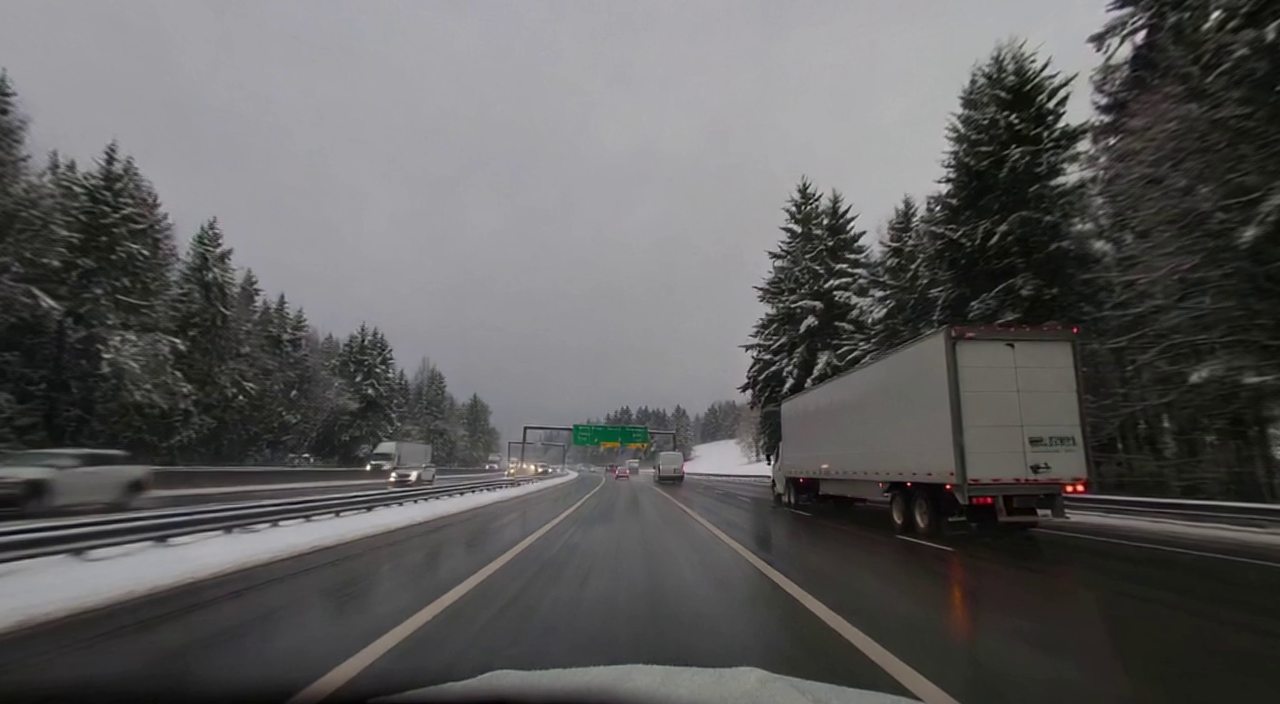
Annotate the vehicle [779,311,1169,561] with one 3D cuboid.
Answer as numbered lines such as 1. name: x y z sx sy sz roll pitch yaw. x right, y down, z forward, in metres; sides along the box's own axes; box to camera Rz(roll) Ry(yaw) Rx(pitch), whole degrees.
1. vehicle: 7.037 2.623 17.540 2.866 4.102 14.351 1 -10 -1

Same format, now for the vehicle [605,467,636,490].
1. vehicle: -1.403 8.953 44.657 2.106 1.524 4.381 1 -10 -2

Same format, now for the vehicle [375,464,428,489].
1. vehicle: -14.626 7.664 38.763 1.843 1.455 3.763 1 -10 -1

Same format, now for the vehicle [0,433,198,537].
1. vehicle: -10.876 2.401 11.650 2.007 1.564 4.585 1 -10 0

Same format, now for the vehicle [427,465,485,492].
1. vehicle: -11.146 7.690 38.503 2.184 1.496 4.687 1 -10 -1
